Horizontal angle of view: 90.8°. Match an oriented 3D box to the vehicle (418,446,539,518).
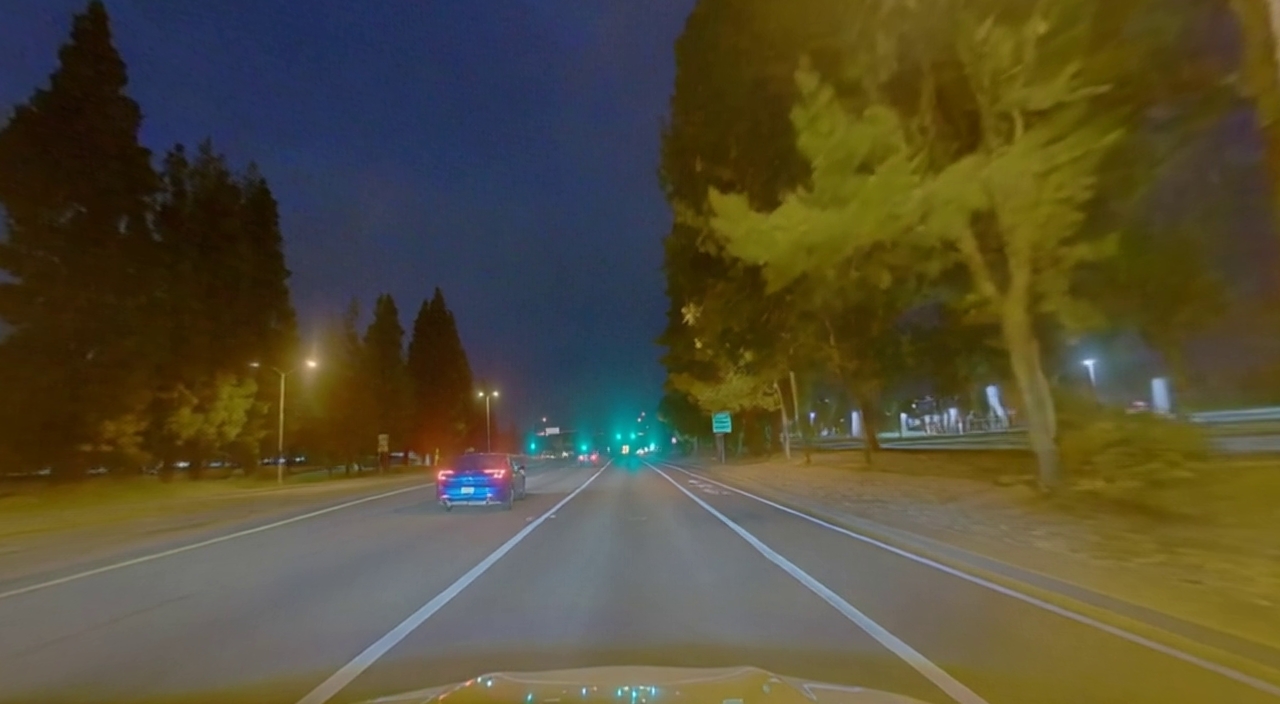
[{"bbox_3d":[-3.709,3.031,15.308,1.964,1.472,4.078,0,-8,-2],"label":"vehicle"}]
